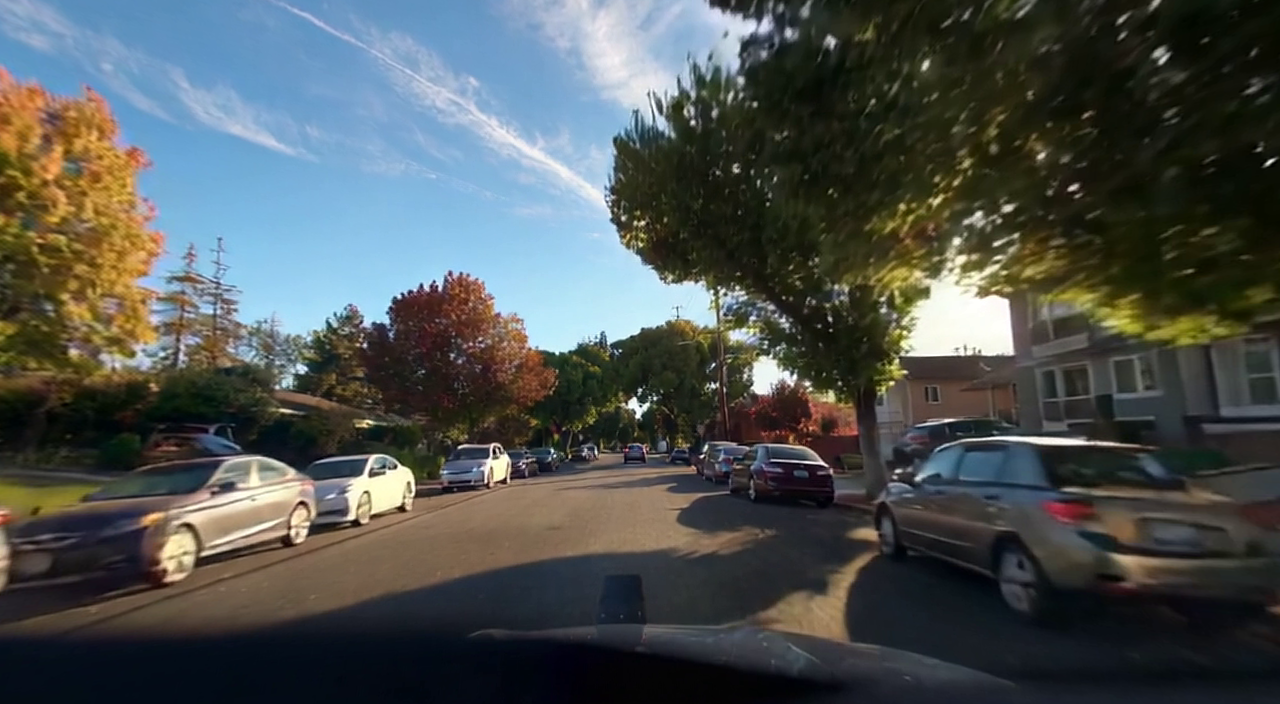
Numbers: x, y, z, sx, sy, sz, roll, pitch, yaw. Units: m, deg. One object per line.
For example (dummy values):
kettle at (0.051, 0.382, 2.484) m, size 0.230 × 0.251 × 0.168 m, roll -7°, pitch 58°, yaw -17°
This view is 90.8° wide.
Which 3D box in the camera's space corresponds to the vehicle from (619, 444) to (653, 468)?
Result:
vehicle at (-0.298, 6.800, 41.481) m, size 2.062 × 1.509 × 4.305 m, roll 0°, pitch -9°, yaw -1°

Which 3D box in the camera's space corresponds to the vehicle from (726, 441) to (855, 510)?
vehicle at (3.630, 3.072, 16.270) m, size 2.039 × 1.480 × 4.831 m, roll 0°, pitch -9°, yaw -1°

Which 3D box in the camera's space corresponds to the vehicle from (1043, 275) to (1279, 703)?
vehicle at (3.639, 0.440, 0.603) m, size 2.401 × 1.958 × 5.999 m, roll 0°, pitch -8°, yaw -2°

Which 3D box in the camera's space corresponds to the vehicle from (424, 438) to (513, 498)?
vehicle at (-6.204, 4.183, 23.483) m, size 2.115 × 1.820 × 5.002 m, roll -3°, pitch -7°, yaw -3°

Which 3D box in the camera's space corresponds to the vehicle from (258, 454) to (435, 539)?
vehicle at (-6.070, 2.988, 13.733) m, size 1.951 × 1.327 × 4.191 m, roll -2°, pitch -7°, yaw -1°

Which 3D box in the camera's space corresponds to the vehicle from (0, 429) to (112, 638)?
vehicle at (-5.861, 1.259, 3.373) m, size 1.925 × 1.578 × 4.906 m, roll -3°, pitch -7°, yaw 0°

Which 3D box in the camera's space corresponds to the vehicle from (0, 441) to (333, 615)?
vehicle at (-6.092, 2.071, 8.510) m, size 1.879 × 1.581 × 4.486 m, roll -3°, pitch -7°, yaw -3°
